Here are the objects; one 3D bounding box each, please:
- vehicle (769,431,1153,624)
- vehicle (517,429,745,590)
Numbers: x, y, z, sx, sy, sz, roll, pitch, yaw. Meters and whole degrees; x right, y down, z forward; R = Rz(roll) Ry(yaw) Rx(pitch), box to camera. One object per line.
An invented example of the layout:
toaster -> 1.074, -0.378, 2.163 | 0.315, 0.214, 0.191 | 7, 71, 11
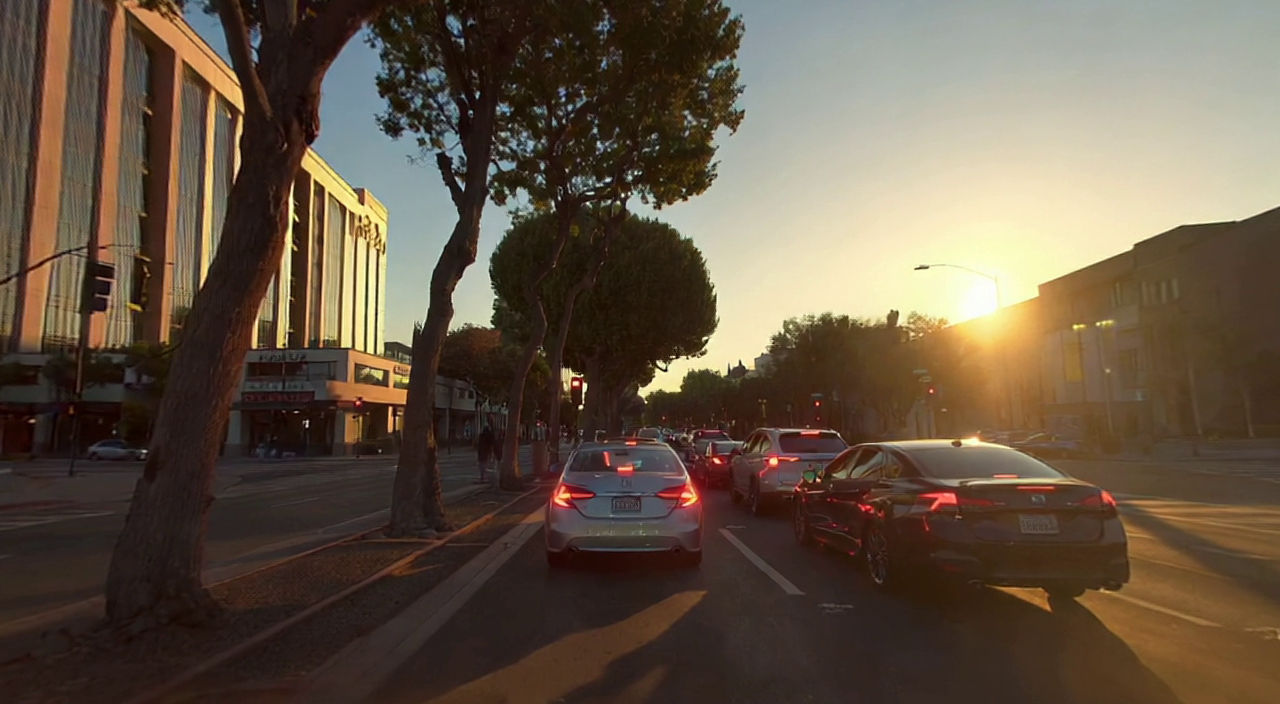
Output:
vehicle -> 2.901, 1.652, 6.998 | 1.893, 1.446, 4.270 | 0, -8, -2
vehicle -> -0.097, 1.755, 7.925 | 2.087, 1.456, 4.143 | 0, -8, -1
